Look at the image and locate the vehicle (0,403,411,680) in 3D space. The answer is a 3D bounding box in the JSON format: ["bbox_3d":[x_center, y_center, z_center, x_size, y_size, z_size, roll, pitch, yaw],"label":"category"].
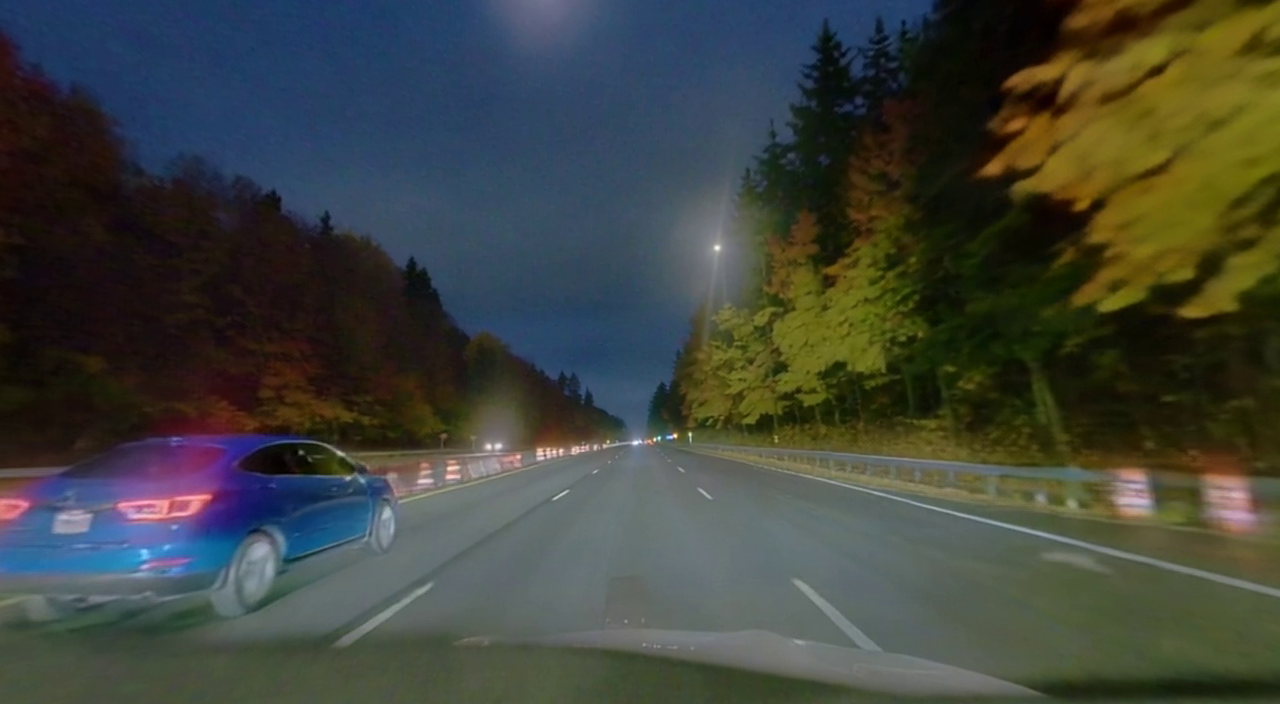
[{"bbox_3d":[-3.773,1.330,5.542,1.902,1.505,4.016,0,-8,2],"label":"vehicle"}]
